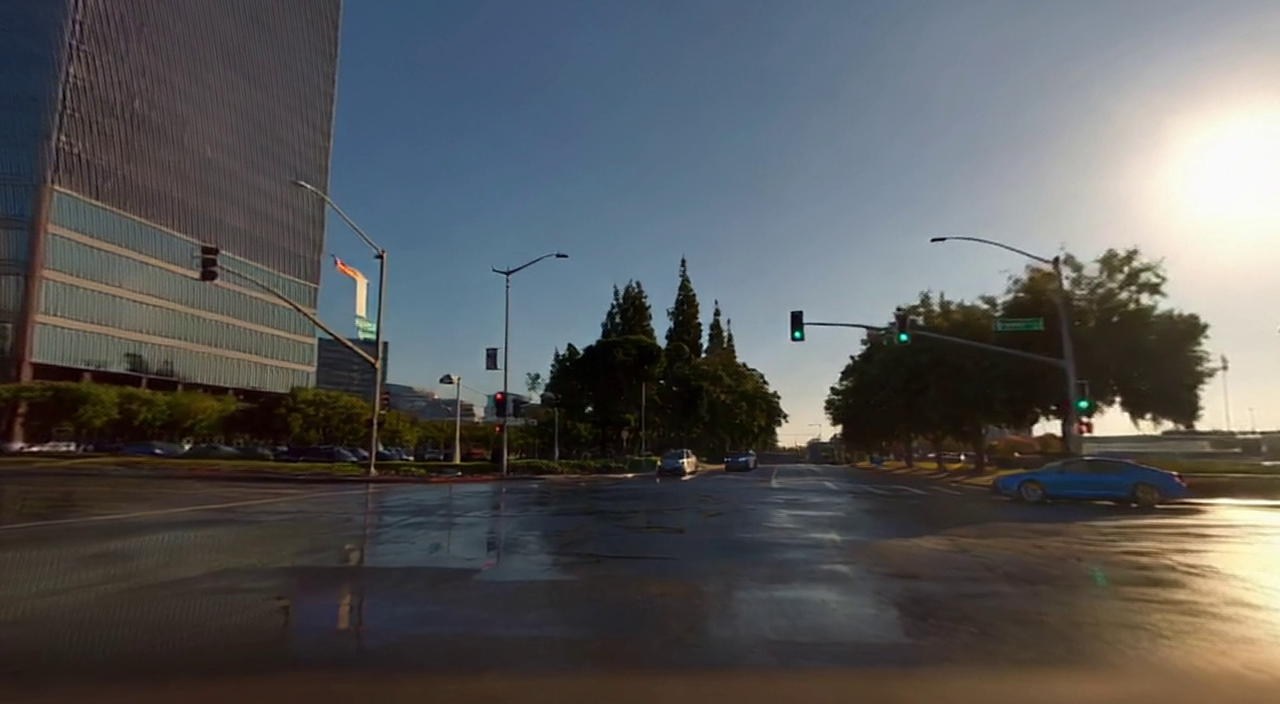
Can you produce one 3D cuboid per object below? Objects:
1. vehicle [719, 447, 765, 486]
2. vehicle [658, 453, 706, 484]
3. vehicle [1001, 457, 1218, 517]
[{"bbox_3d":[4.872,5.452,30.255,2.018,1.699,4.751,-1,-9,8],"label":"vehicle"},{"bbox_3d":[2.368,6.283,34.243,2.068,1.486,4.664,-2,-9,10],"label":"vehicle"},{"bbox_3d":[14.186,4.029,19.264,1.971,1.503,4.896,7,-11,-39],"label":"vehicle"}]
